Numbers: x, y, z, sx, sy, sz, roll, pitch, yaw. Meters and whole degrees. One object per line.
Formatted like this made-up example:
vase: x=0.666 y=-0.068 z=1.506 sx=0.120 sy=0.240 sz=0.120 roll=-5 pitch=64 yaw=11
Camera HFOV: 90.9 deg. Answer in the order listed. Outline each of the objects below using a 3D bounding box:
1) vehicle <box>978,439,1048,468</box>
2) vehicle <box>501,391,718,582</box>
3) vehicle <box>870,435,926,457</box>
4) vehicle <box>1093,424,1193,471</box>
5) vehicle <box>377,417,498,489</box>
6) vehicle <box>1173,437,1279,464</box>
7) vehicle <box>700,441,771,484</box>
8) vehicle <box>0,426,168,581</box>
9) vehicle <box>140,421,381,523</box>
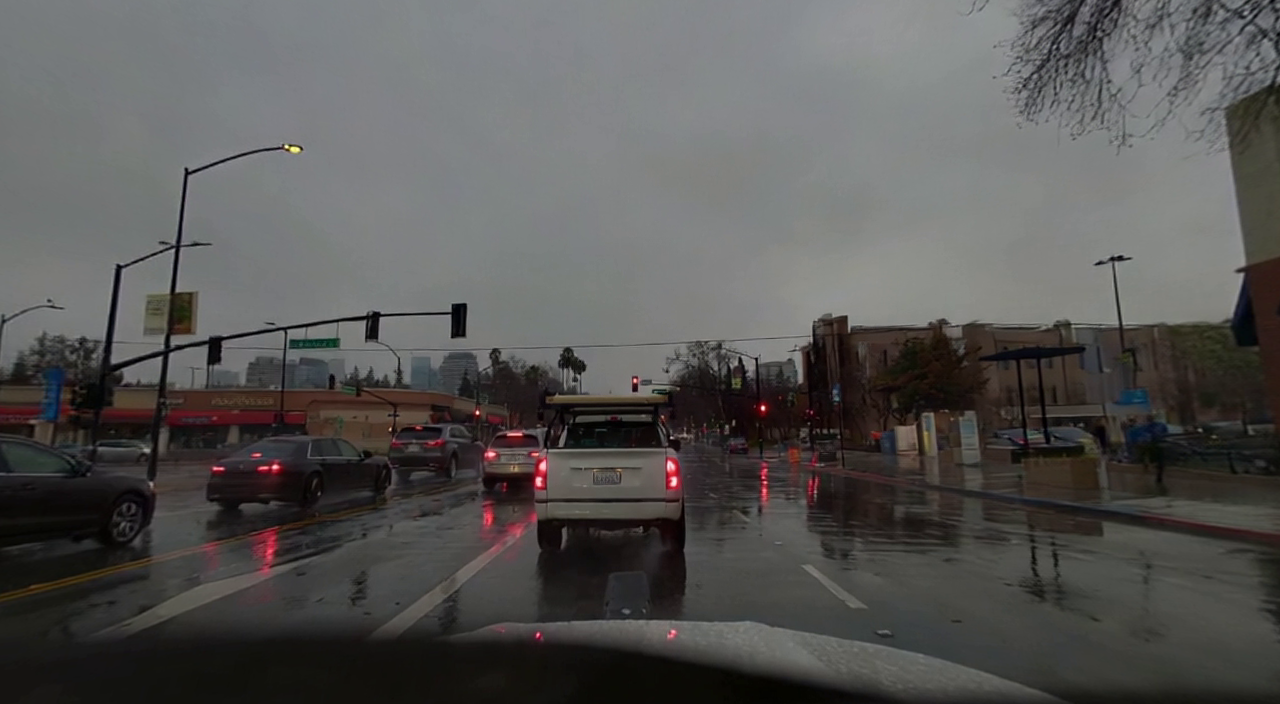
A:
vehicle: x=20.096 y=5.436 z=33.918 sx=3.836 sy=1.443 sz=1.694 roll=5 pitch=-10 yaw=-35
vehicle: x=-0.315 y=1.603 z=8.254 sx=2.064 sy=1.817 sz=4.298 roll=0 pitch=-8 yaw=-1
vehicle: x=20.096 y=7.326 z=49.041 sx=4.361 sy=1.653 sz=2.034 roll=6 pitch=-11 yaw=-37
vehicle: x=19.231 y=3.649 z=24.033 sx=4.156 sy=1.622 sz=1.924 roll=7 pitch=-11 yaw=-38
vehicle: x=-6.478 y=3.316 z=20.842 sx=2.496 sy=2.112 sz=4.351 roll=0 pitch=-8 yaw=0
vehicle: x=29.699 y=4.945 z=31.672 sx=4.176 sy=1.313 sz=1.719 roll=0 pitch=-9 yaw=2
vehicle: x=3.428 y=4.049 z=23.506 sx=2.023 sy=1.441 sz=4.240 roll=0 pitch=-8 yaw=1
vehicle: x=-6.964 y=1.417 z=5.829 sx=1.831 sy=1.451 sz=4.382 roll=0 pitch=-8 yaw=-1
vehicle: x=-7.156 y=2.303 z=12.613 sx=1.941 sy=1.655 sz=4.503 roll=0 pitch=-8 yaw=1
